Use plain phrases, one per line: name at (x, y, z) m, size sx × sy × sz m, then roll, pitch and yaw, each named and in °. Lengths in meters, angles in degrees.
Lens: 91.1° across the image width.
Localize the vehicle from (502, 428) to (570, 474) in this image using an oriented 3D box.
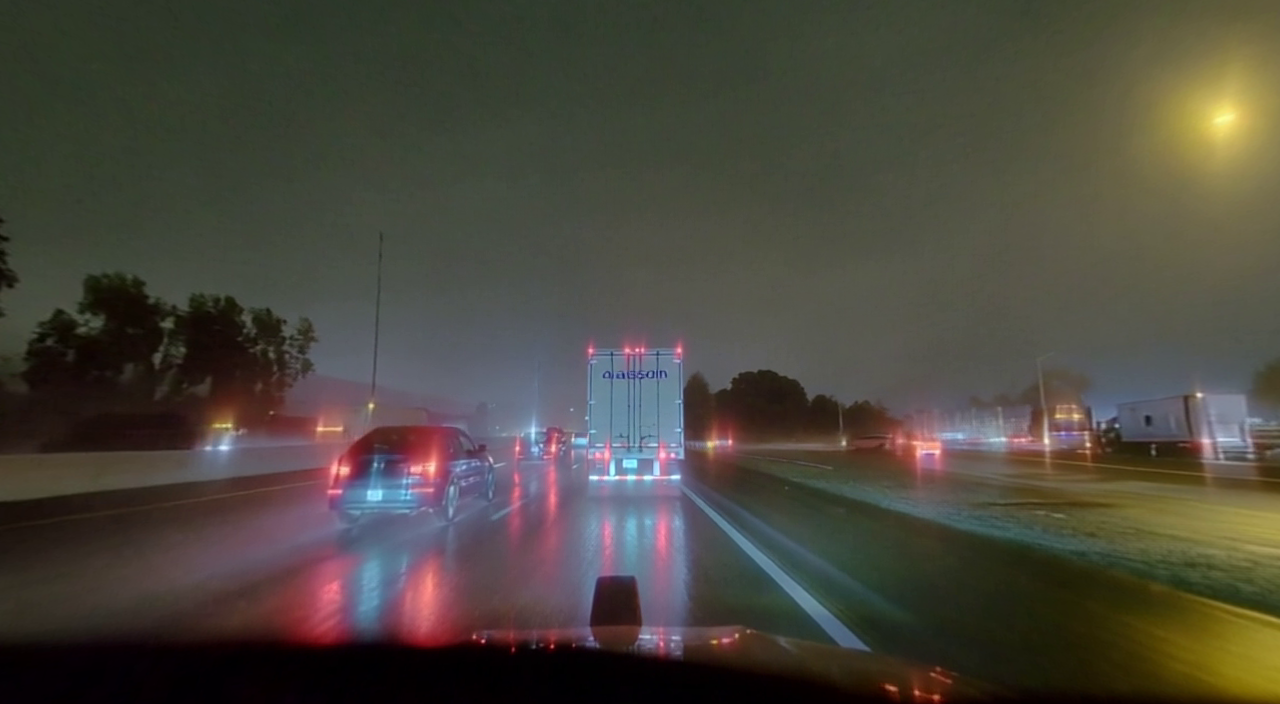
vehicle at (-3.875, 3.746, 24.083) m, size 1.946 × 1.599 × 4.073 m, roll 0°, pitch -8°, yaw 0°

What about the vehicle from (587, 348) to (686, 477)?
vehicle at (-0.213, 2.680, 25.968) m, size 3.171 × 4.204 × 11.036 m, roll 0°, pitch -8°, yaw -1°

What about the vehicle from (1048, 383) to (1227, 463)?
vehicle at (18.888, 2.801, 24.367) m, size 2.432 × 2.753 × 5.388 m, roll 0°, pitch -8°, yaw 1°

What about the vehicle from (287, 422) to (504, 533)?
vehicle at (-3.823, 2.014, 10.819) m, size 1.964 × 1.507 × 4.361 m, roll 0°, pitch -8°, yaw 0°

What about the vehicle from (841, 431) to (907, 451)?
vehicle at (18.204, 6.935, 49.073) m, size 2.017 × 1.489 × 4.324 m, roll 6°, pitch -10°, yaw -38°

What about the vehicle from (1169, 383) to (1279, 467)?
vehicle at (19.494, 2.387, 20.512) m, size 1.658 × 2.523 × 2.851 m, roll 0°, pitch -8°, yaw -4°

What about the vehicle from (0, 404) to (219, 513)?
vehicle at (-15.509, 2.883, 17.761) m, size 2.344 × 2.444 × 7.023 m, roll 0°, pitch -8°, yaw 0°

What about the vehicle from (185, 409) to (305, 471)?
vehicle at (-22.542, 5.090, 36.401) m, size 2.378 × 3.231 × 6.822 m, roll 0°, pitch -8°, yaw 1°
